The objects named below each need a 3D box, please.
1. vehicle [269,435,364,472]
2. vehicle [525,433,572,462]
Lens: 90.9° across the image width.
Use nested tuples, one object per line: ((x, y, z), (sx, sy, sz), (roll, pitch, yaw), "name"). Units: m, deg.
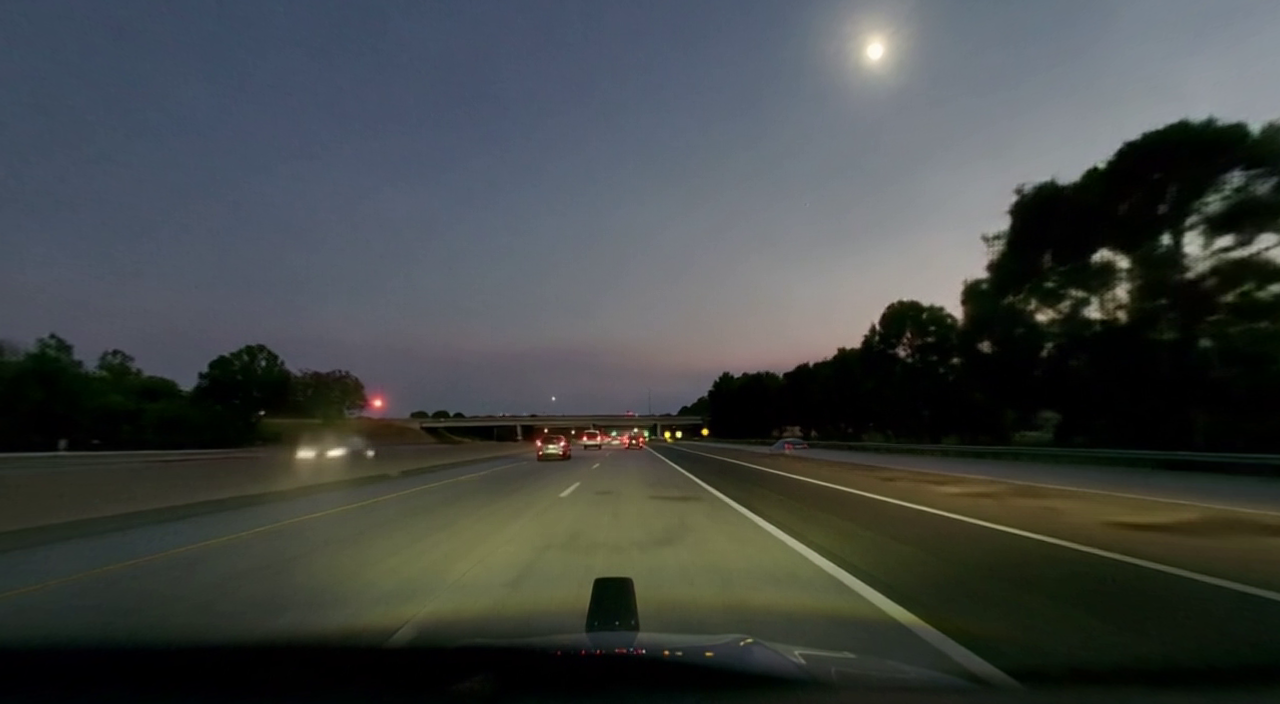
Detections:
((-13.677, 4.282, 26.963), (1.784, 1.443, 4.402), (0, -8, 0), "vehicle")
((-4.887, 5.138, 34.173), (1.933, 1.473, 4.023), (0, -8, -1), "vehicle")
